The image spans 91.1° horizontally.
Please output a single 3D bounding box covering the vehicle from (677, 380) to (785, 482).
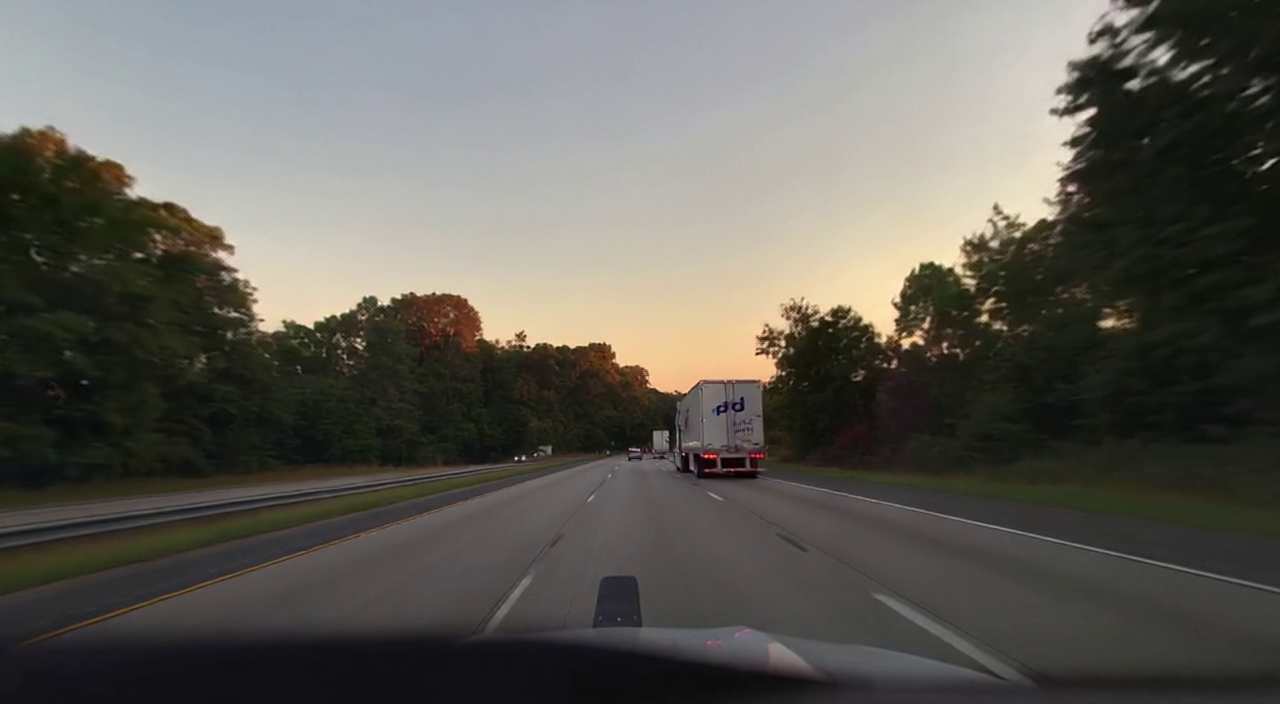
[{"bbox_3d":[3.984,4.171,31.723,2.973,4.007,14.076,0,-9,-1],"label":"vehicle"}]
